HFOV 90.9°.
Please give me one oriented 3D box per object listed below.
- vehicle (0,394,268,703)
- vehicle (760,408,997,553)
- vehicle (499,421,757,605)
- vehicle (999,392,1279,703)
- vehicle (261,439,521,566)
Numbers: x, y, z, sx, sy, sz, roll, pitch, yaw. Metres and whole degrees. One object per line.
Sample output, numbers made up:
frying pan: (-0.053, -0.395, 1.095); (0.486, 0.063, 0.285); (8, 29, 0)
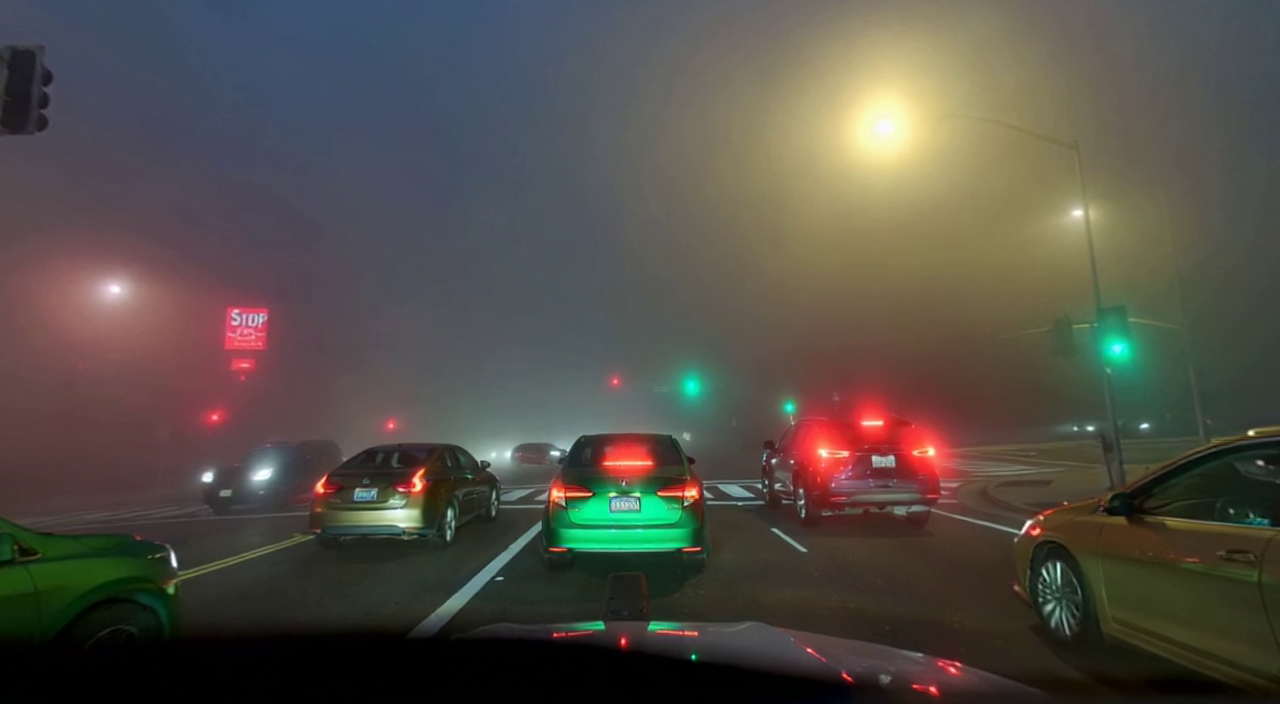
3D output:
vehicle: (-3.478, 0.863, 1.837); (2.016, 1.547, 4.414); (0, -8, 1)
vehicle: (3.310, 1.870, 9.827); (1.992, 1.744, 4.183); (0, -8, -1)
vehicle: (-0.134, 1.643, 7.359); (2.140, 1.499, 4.119); (0, -8, -1)
vehicle: (3.929, 0.970, 3.103); (1.800, 1.519, 4.198); (0, -8, -1)
vehicle: (-3.307, 2.068, 9.530); (1.995, 1.436, 4.373); (-1, -8, 2)
